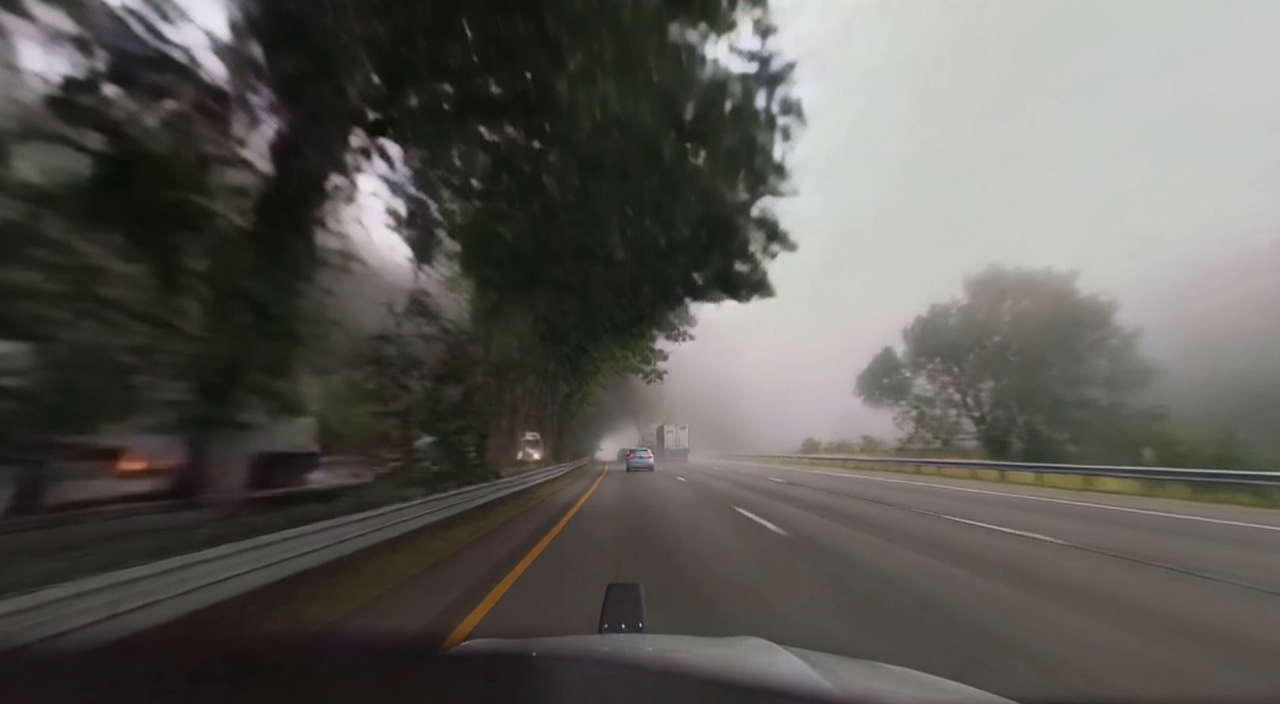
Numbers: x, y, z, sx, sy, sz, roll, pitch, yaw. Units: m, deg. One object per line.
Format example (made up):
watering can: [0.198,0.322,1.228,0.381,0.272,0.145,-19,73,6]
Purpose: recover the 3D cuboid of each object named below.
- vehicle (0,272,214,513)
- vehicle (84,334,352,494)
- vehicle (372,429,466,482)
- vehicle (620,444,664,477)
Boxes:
vehicle: [-12.274,0.657,10.492,3.015,4.010,10.258,0,-9,1]
vehicle: [-12.391,2.129,19.853,2.861,4.010,7.950,0,-9,-1]
vehicle: [-8.227,3.903,23.916,1.974,1.804,4.573,0,-9,-1]
vehicle: [0.037,5.402,31.561,2.069,1.523,4.012,0,-9,-1]
